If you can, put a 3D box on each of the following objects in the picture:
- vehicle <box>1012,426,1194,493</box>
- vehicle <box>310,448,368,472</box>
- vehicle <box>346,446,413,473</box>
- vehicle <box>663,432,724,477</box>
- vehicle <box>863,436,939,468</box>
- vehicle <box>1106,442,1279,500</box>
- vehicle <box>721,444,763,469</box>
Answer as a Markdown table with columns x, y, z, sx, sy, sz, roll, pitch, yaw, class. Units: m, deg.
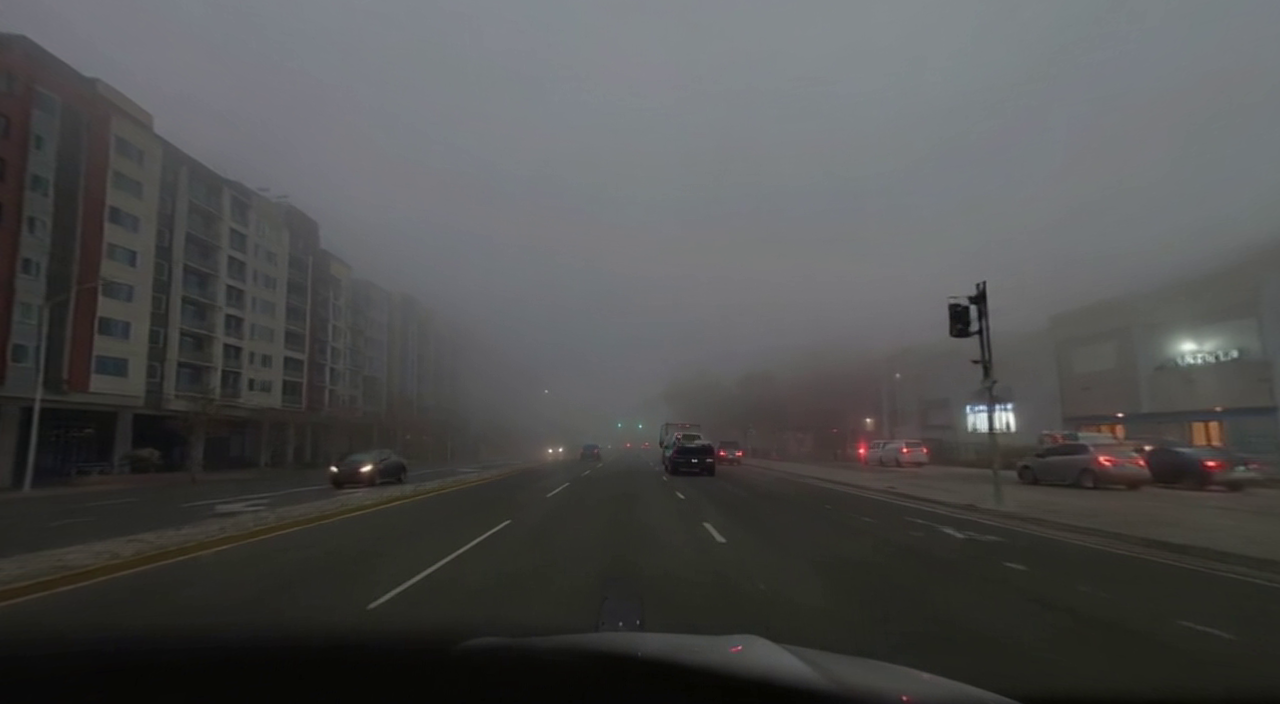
| x | y | z | sx | sy | sz | roll | pitch | yaw | class |
| --- | --- | --- | --- | --- | --- | --- | --- | --- | --- |
| 14.218 | 3.365 | 19.916 | 2.019 | 1.819 | 4.909 | 0 | -9 | 1 | vehicle |
| -20.645 | 7.400 | 43.534 | 1.843 | 1.551 | 4.221 | 0 | -9 | 1 | vehicle |
| -15.415 | 6.365 | 37.647 | 2.019 | 1.471 | 4.513 | 0 | -9 | 0 | vehicle |
| 2.238 | 4.472 | 27.834 | 2.130 | 1.787 | 5.126 | 0 | -9 | -1 | vehicle |
| 14.418 | 5.549 | 35.194 | 1.975 | 1.648 | 4.451 | 1 | -8 | -5 | vehicle |
| 17.125 | 3.583 | 19.586 | 1.933 | 1.463 | 4.205 | -2 | -8 | -3 | vehicle |
| 6.289 | 6.508 | 39.483 | 1.795 | 1.459 | 4.333 | 0 | -9 | -2 | vehicle |
